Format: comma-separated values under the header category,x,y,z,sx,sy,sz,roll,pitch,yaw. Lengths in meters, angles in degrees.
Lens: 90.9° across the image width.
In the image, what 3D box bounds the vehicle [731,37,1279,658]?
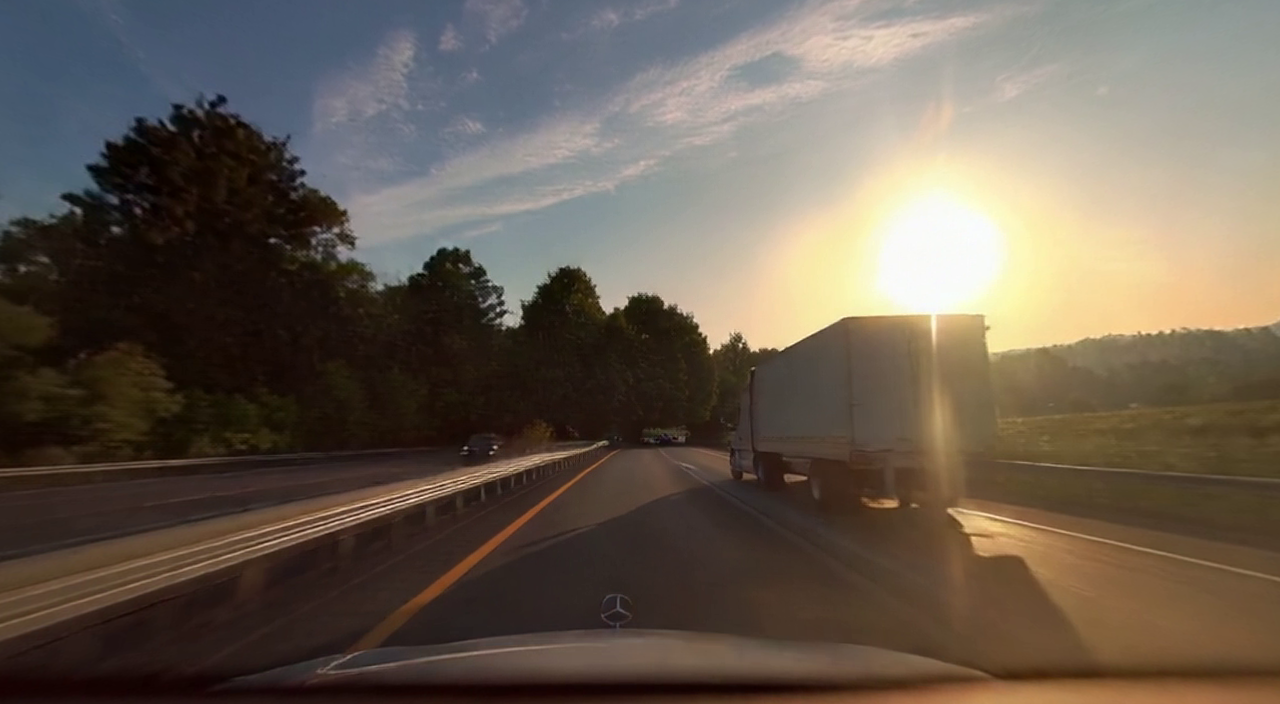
category,x,y,z,sx,sy,sz,roll,pitch,yaw
vehicle,4.260,0.753,10.989,2.951,4.007,13.976,0,-7,-1
